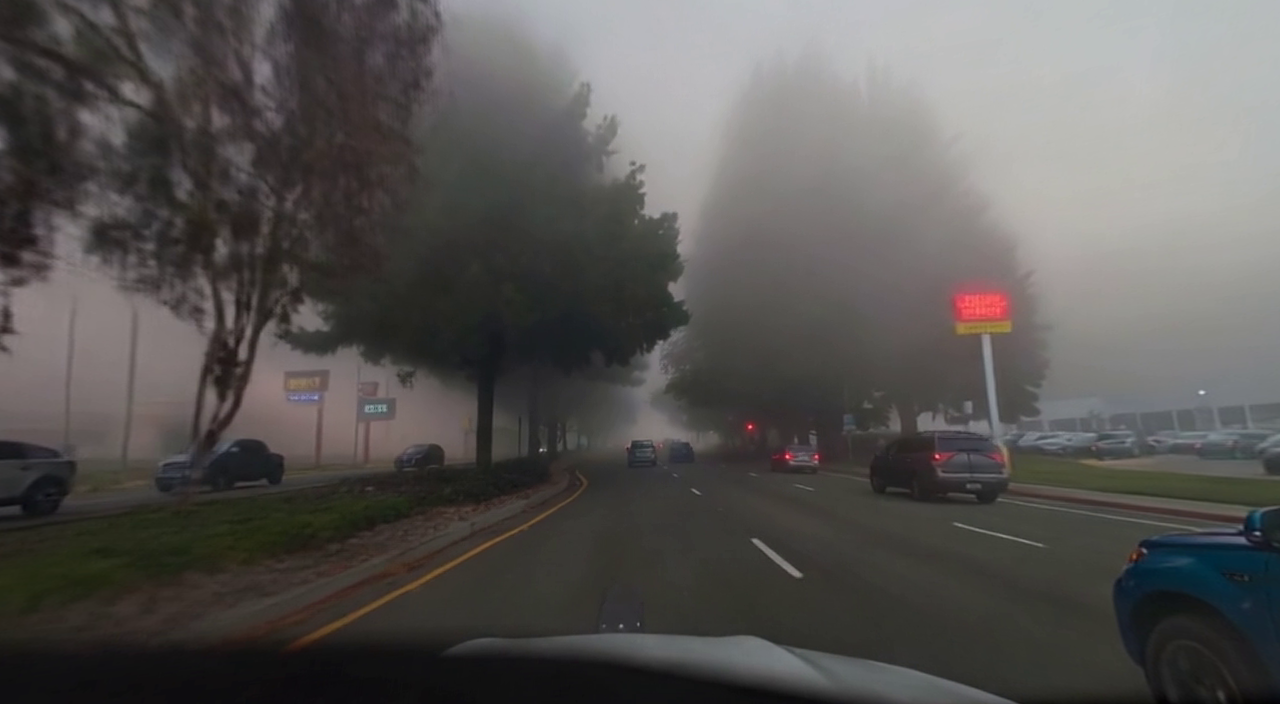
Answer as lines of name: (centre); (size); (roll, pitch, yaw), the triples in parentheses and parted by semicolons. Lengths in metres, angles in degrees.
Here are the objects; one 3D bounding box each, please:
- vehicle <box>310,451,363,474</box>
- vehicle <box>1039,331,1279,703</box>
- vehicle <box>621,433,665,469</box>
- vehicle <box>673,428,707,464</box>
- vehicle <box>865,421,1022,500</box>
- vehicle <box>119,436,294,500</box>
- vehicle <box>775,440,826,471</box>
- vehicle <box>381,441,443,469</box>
vehicle: (-21.856, 7.953, 45.688); (1.879, 1.520, 3.830); (0, -8, 1)
vehicle: (3.534, 0.664, 1.654); (2.076, 1.716, 4.416); (0, -8, 0)
vehicle: (0.142, 5.680, 36.363); (2.402, 1.938, 4.535); (0, -8, -1)
vehicle: (3.777, 7.169, 48.336); (2.239, 2.586, 4.586); (0, -8, 0)
vehicle: (7.689, 2.789, 16.591); (1.977, 1.786, 4.344); (0, -8, 1)
vehicle: (-13.980, 3.739, 20.908); (2.159, 1.836, 5.038); (0, -8, 0)
vehicle: (8.477, 5.495, 33.631); (1.879, 1.517, 4.006); (-1, -8, 3)
vehicle: (-14.493, 6.578, 40.395); (2.136, 1.676, 4.371); (-1, -9, 3)
